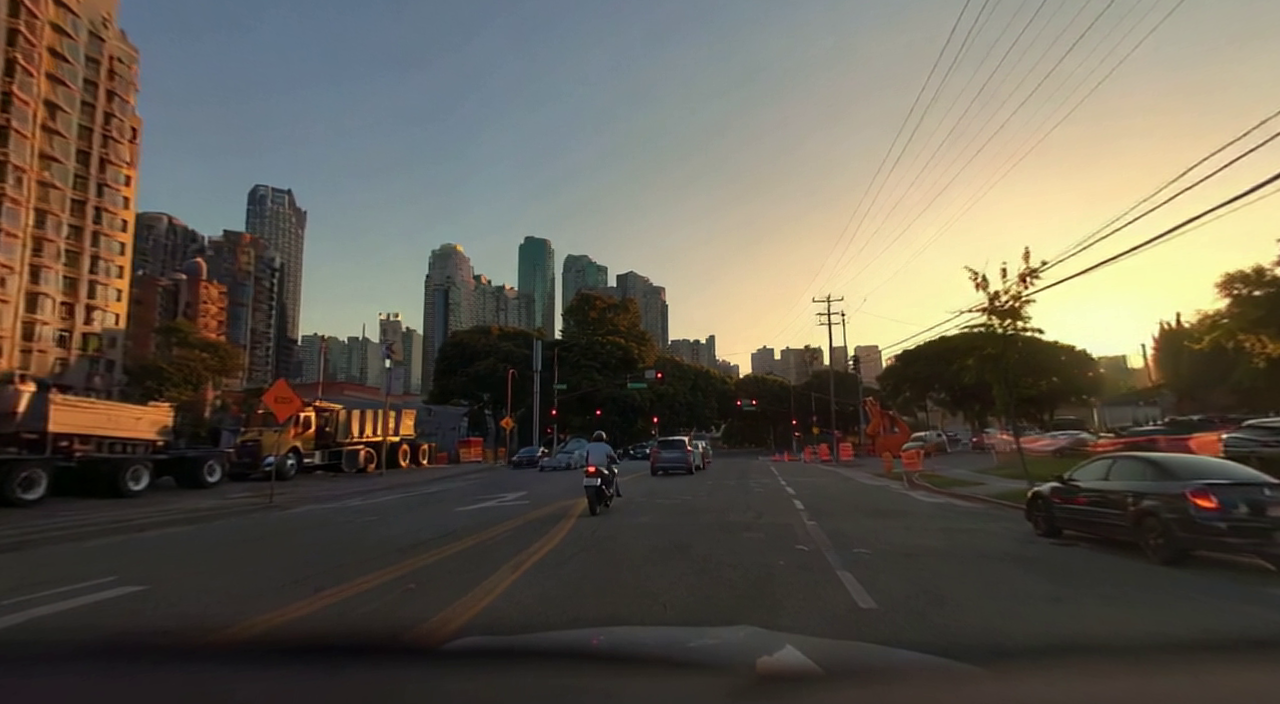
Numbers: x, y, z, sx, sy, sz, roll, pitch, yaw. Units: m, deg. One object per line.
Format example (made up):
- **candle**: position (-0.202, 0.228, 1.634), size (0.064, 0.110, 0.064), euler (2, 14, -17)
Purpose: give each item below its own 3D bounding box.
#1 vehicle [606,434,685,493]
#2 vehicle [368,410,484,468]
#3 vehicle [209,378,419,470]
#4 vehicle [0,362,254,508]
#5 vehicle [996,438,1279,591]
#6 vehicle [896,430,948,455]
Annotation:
- **vehicle**: position (0.275, 3.405, 19.621), size (1.925, 1.602, 4.090), euler (-1, -8, 8)
- **vehicle**: position (-12.905, 5.193, 39.585), size (2.970, 2.938, 11.622), euler (-3, -5, 2)
- **vehicle**: position (-13.761, 3.360, 28.239), size (2.996, 3.170, 10.153), euler (-5, -9, 7)
- **vehicle**: position (-15.072, 2.291, 17.011), size (2.990, 3.144, 9.080), euler (-1, -8, 5)
- **vehicle**: position (6.837, 1.893, 8.351), size (1.973, 1.457, 4.522), euler (-1, -8, 6)
- **vehicle**: position (20.105, 6.498, 45.271), size (1.918, 1.732, 4.650), euler (-1, -8, 5)
